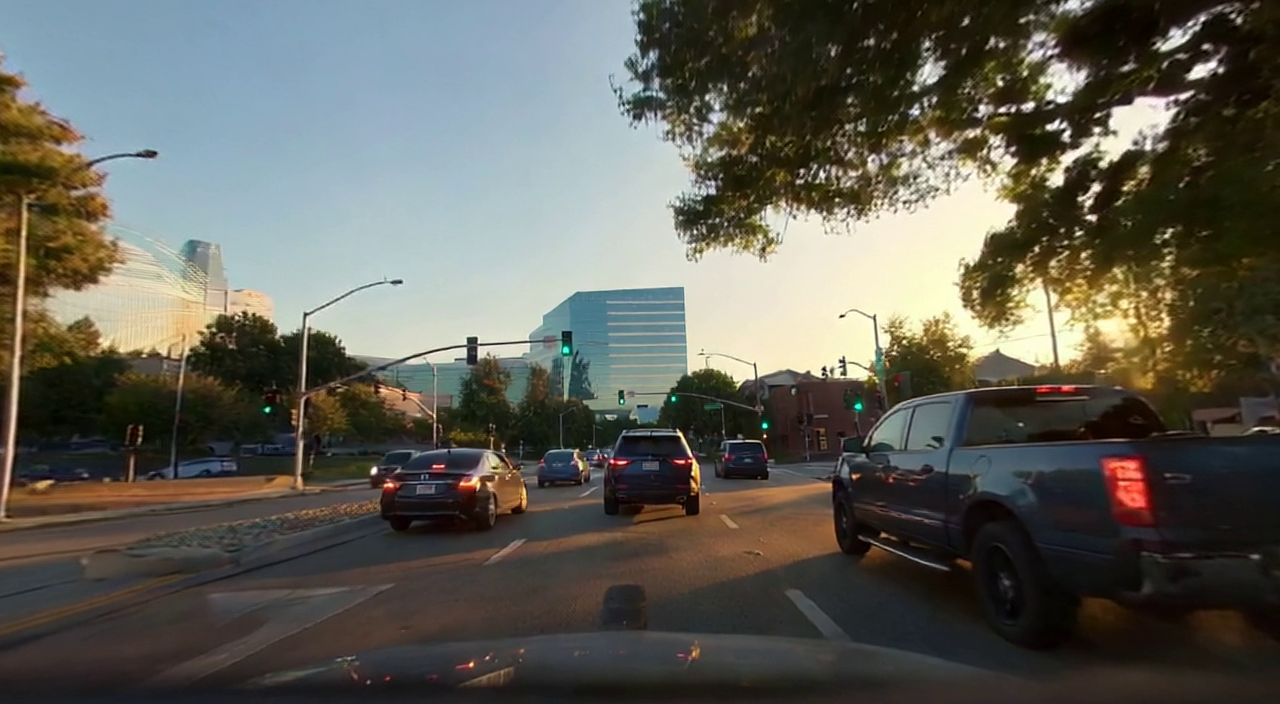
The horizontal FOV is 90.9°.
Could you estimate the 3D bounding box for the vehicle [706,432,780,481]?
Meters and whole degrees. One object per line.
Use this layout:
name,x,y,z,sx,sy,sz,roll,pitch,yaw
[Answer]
vehicle,4.319,4.486,27.429,2.408,1.908,5.355,0,-8,2

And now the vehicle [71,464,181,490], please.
vehicle,-32.677,7.941,40.231,5.100,1.533,2.032,0,-8,-3

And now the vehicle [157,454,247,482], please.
vehicle,-31.217,8.328,45.036,4.606,1.867,2.226,0,-12,1

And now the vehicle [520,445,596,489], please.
vehicle,-2.898,4.171,23.369,2.072,1.450,4.612,0,-8,2

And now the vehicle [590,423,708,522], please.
vehicle,0.201,2.442,13.301,2.113,1.768,3.901,0,-8,1

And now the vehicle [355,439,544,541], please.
vehicle,-3.162,2.376,11.678,1.909,1.476,4.751,0,-8,1

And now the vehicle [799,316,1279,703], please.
vehicle,3.407,1.176,5.569,2.571,1.857,5.841,0,-8,1
